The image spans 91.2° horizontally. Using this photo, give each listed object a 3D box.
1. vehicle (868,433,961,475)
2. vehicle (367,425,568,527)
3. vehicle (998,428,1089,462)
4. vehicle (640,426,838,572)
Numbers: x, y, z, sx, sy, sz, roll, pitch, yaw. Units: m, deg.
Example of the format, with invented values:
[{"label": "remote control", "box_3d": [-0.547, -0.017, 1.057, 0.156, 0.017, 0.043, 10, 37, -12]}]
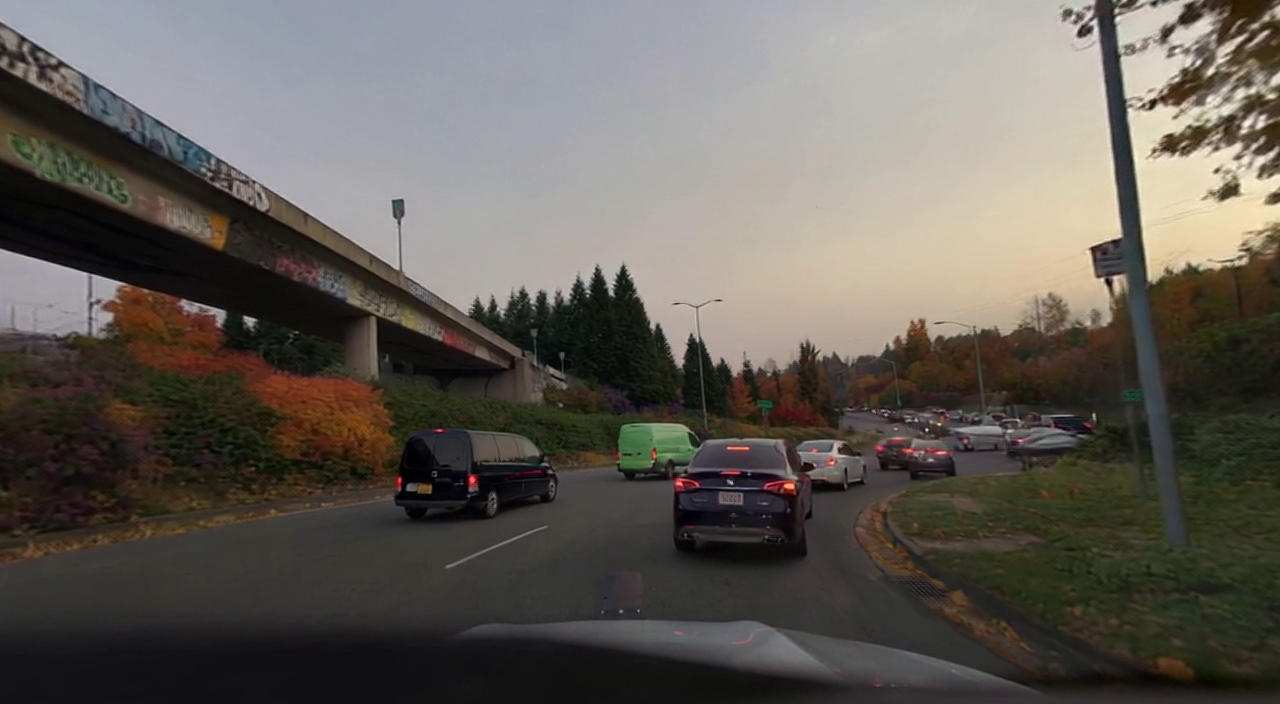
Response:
[{"label": "vehicle", "box_3d": [10.646, 3.916, 24.160, 3.902, 1.446, 1.780, 8, -12, -42]}, {"label": "vehicle", "box_3d": [-2.972, 2.257, 11.896, 1.921, 1.554, 4.081, -3, -9, 13]}, {"label": "vehicle", "box_3d": [18.796, 4.333, 29.180, 3.934, 1.485, 1.763, 5, -10, -29]}, {"label": "vehicle", "box_3d": [1.584, 1.871, 8.725, 2.064, 1.515, 3.722, -3, -9, 18]}]
